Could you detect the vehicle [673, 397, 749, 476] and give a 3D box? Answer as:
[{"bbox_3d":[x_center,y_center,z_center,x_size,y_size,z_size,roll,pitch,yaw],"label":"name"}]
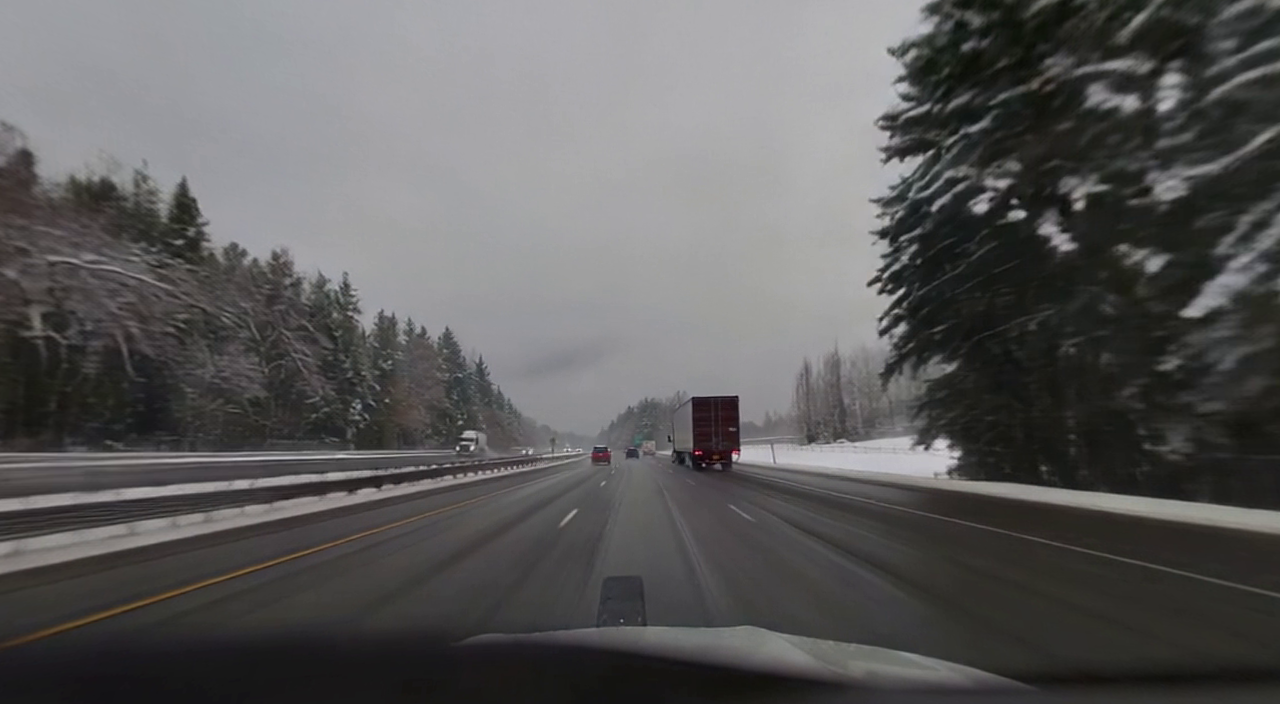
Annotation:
[{"bbox_3d":[3.991,5.353,38.920,2.950,4.033,13.276,0,-9,-1],"label":"vehicle"}]
